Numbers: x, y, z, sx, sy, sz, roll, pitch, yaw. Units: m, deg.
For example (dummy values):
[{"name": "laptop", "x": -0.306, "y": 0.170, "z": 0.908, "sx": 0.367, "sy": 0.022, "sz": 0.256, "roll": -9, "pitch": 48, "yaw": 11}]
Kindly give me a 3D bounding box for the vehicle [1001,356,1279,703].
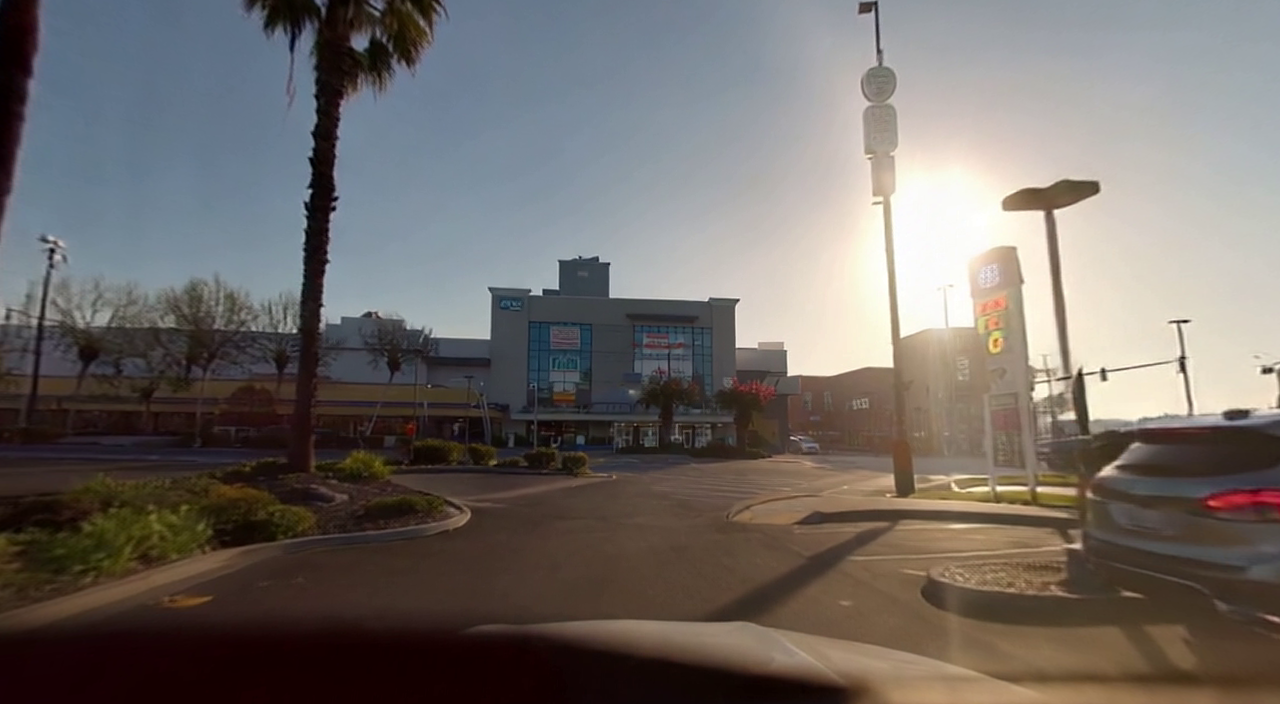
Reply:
[{"name": "vehicle", "x": 5.421, "y": 1.105, "z": 4.350, "sx": 4.560, "sy": 1.818, "sz": 2.148, "roll": 1, "pitch": -8, "yaw": -4}]
